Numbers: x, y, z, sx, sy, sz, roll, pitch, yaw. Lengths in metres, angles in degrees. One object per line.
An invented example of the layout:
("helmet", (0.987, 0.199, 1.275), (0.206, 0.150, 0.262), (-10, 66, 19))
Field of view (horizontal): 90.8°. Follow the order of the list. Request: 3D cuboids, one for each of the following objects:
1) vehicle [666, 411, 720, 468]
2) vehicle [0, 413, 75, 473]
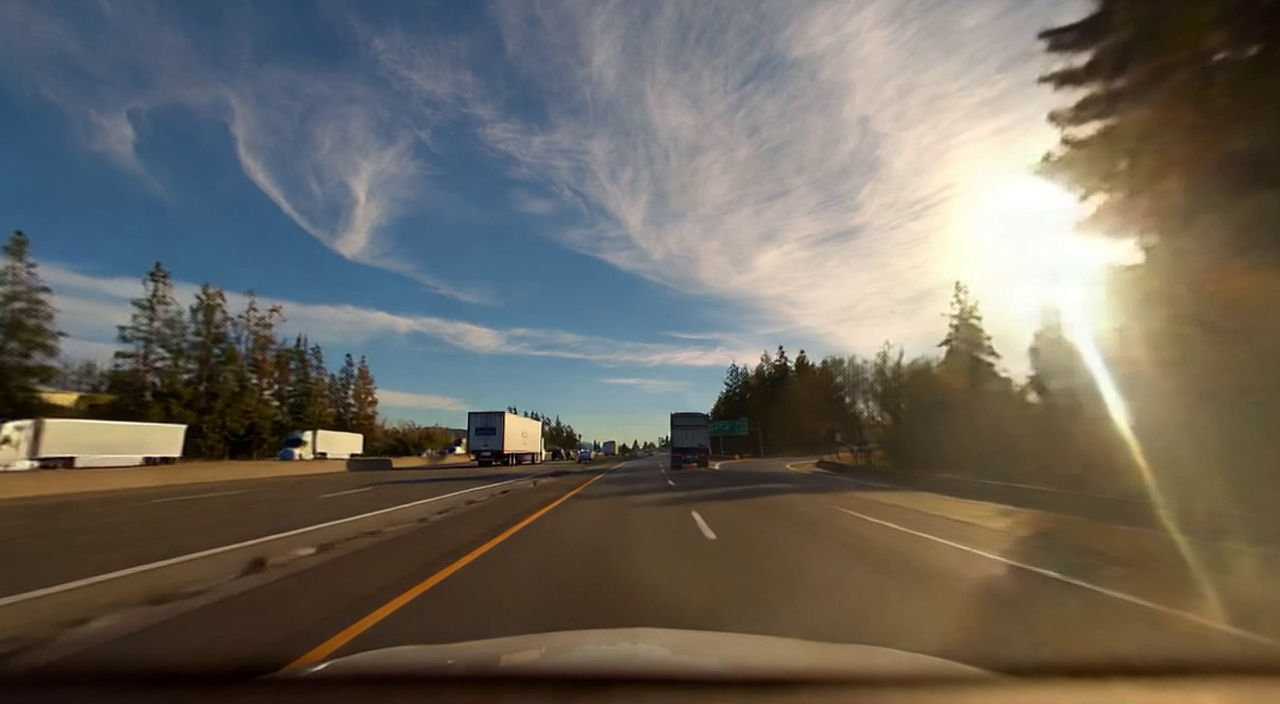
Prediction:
("vehicle", (3.677, 6.634, 47.259), (2.928, 3.595, 13.975), (0, -9, 0))
("vehicle", (-43.404, 6.298, 43.481), (2.885, 3.858, 6.032), (-1, -9, 3))
